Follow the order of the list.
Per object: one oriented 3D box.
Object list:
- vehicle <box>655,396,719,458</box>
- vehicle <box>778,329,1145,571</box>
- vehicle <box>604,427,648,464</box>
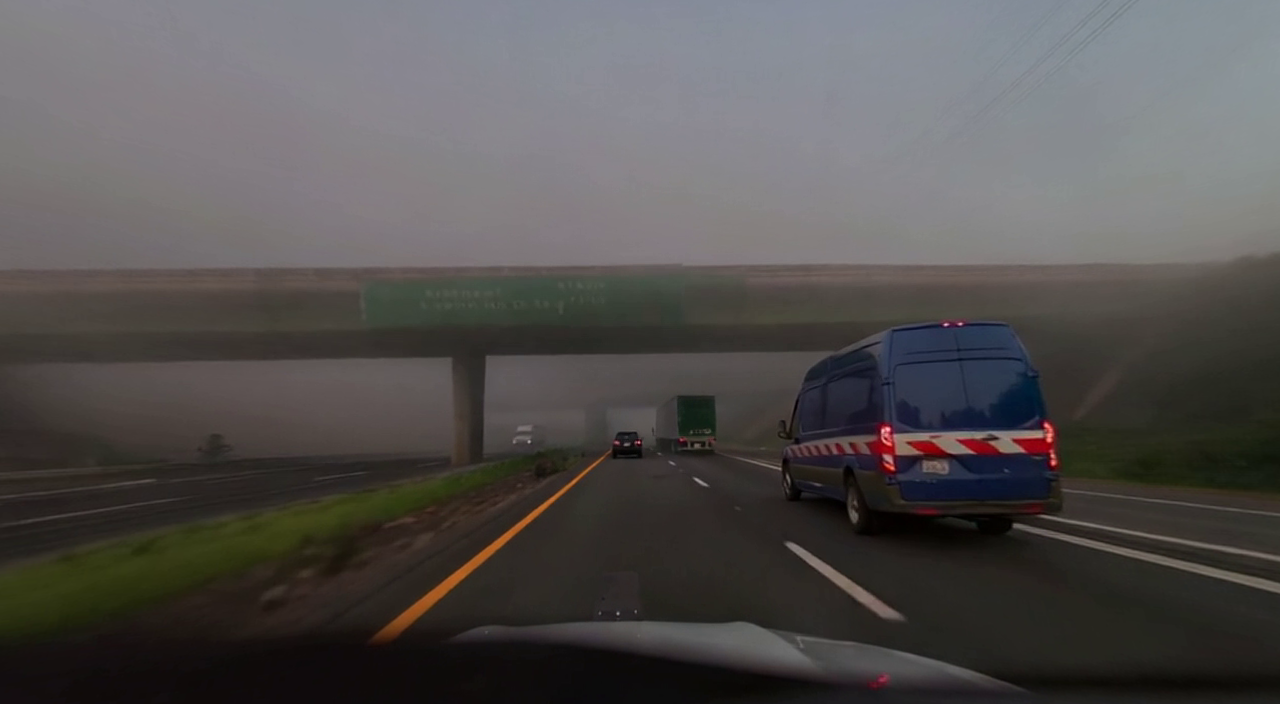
[{"bbox_3d":[3.019,5.555,45.875,3.096,3.759,15.119,0,-8,-2],"label":"vehicle"},{"bbox_3d":[3.946,1.363,9.317,2.387,2.506,5.374,0,-8,-2],"label":"vehicle"},{"bbox_3d":[-0.718,4.647,31.479,2.073,1.750,4.116,0,-8,-2],"label":"vehicle"}]
